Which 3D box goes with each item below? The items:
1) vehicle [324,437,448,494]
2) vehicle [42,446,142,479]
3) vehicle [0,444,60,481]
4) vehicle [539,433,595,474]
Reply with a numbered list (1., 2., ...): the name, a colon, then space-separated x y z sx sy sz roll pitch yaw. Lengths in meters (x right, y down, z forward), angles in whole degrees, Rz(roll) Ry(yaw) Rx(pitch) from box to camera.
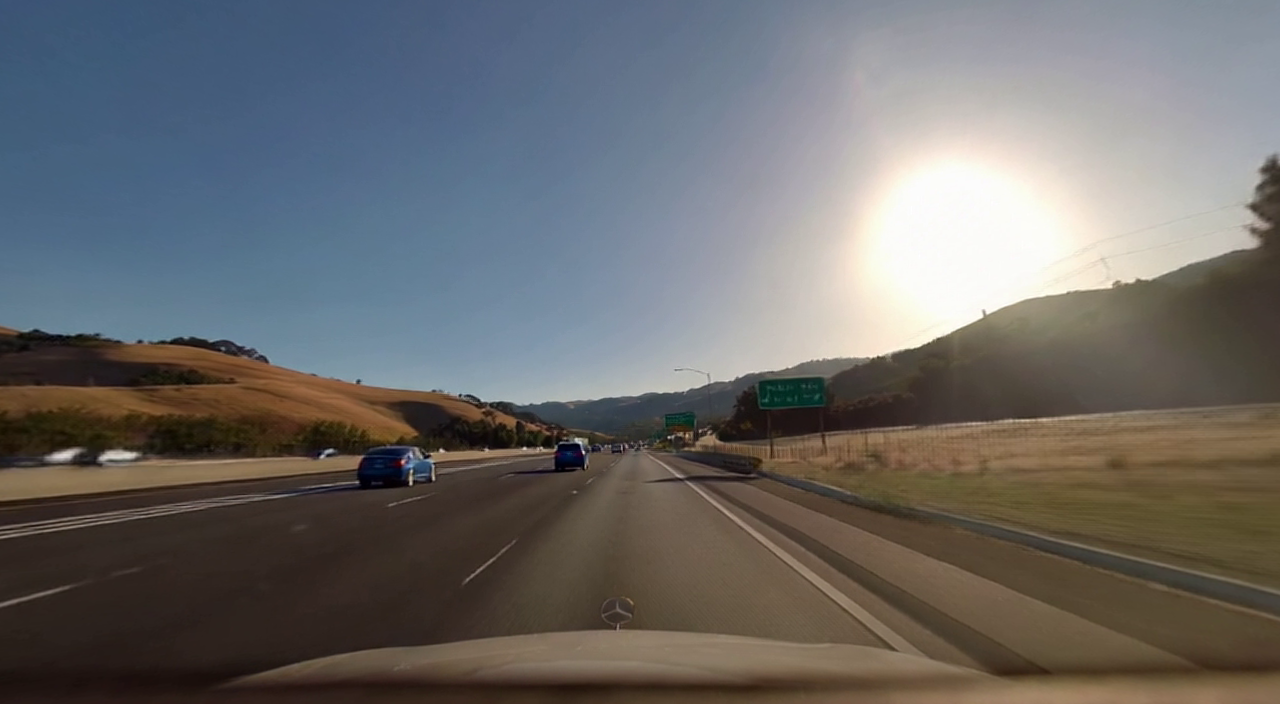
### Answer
1. vehicle: -7.545 3.395 19.326 1.930 1.508 4.567 0 -8 0
2. vehicle: -35.211 7.067 40.796 2.013 1.872 4.977 0 -8 -1
3. vehicle: -40.526 7.027 40.225 2.367 2.293 5.123 -1 -8 -1
4. vehicle: -3.295 4.684 29.335 2.029 1.753 4.718 0 -8 0
